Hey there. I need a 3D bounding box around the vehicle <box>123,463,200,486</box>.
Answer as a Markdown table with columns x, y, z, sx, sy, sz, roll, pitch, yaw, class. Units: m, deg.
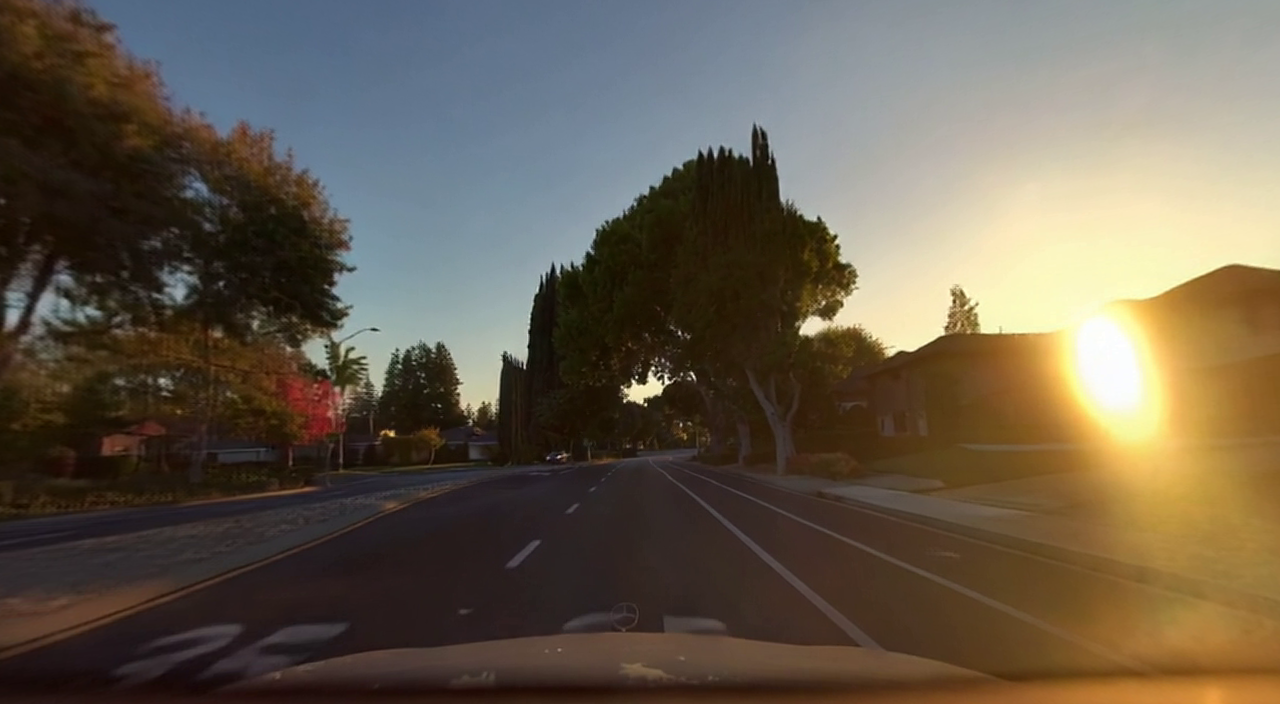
| x | y | z | sx | sy | sz | roll | pitch | yaw | class |
| --- | --- | --- | --- | --- | --- | --- | --- | --- | --- |
| -37.016 | 9.447 | 48.777 | 1.845 | 1.560 | 4.296 | -4 | -9 | 24 | vehicle |
